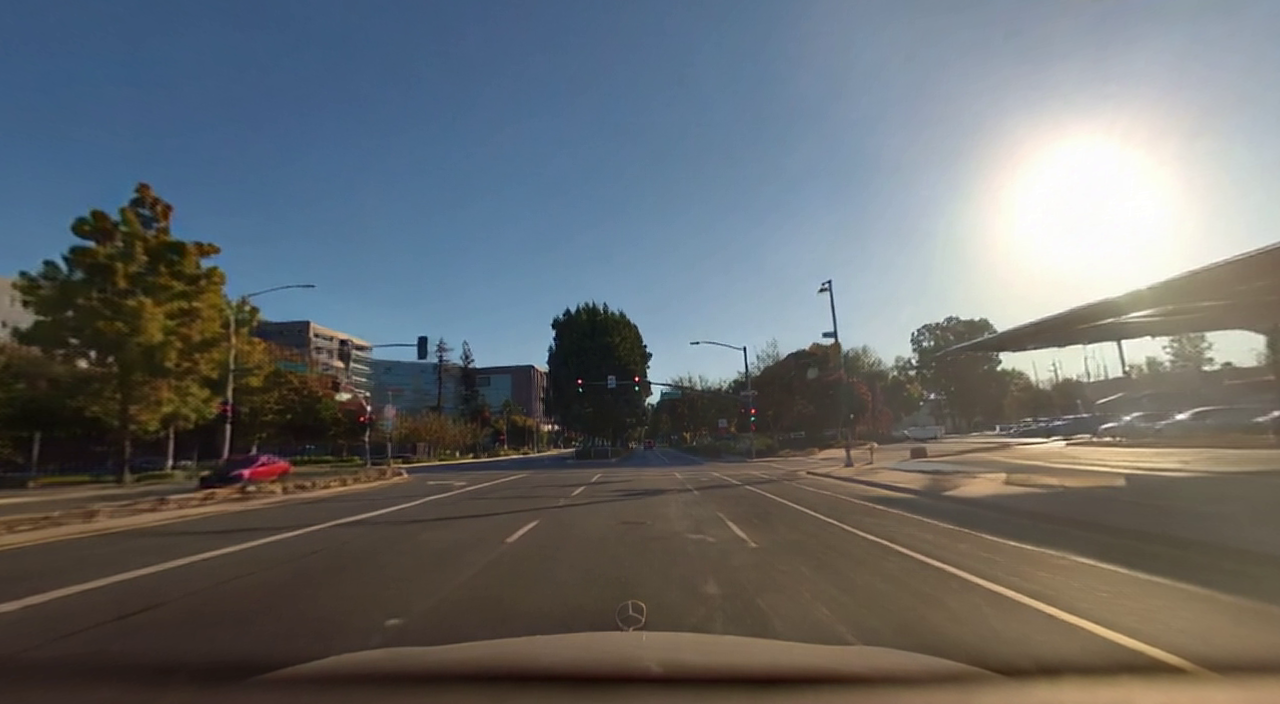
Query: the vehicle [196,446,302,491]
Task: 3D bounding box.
[{"bbox_3d":[-16.262,4.818,26.505,1.999,1.710,4.228,1,-8,-6],"label":"vehicle"}]
